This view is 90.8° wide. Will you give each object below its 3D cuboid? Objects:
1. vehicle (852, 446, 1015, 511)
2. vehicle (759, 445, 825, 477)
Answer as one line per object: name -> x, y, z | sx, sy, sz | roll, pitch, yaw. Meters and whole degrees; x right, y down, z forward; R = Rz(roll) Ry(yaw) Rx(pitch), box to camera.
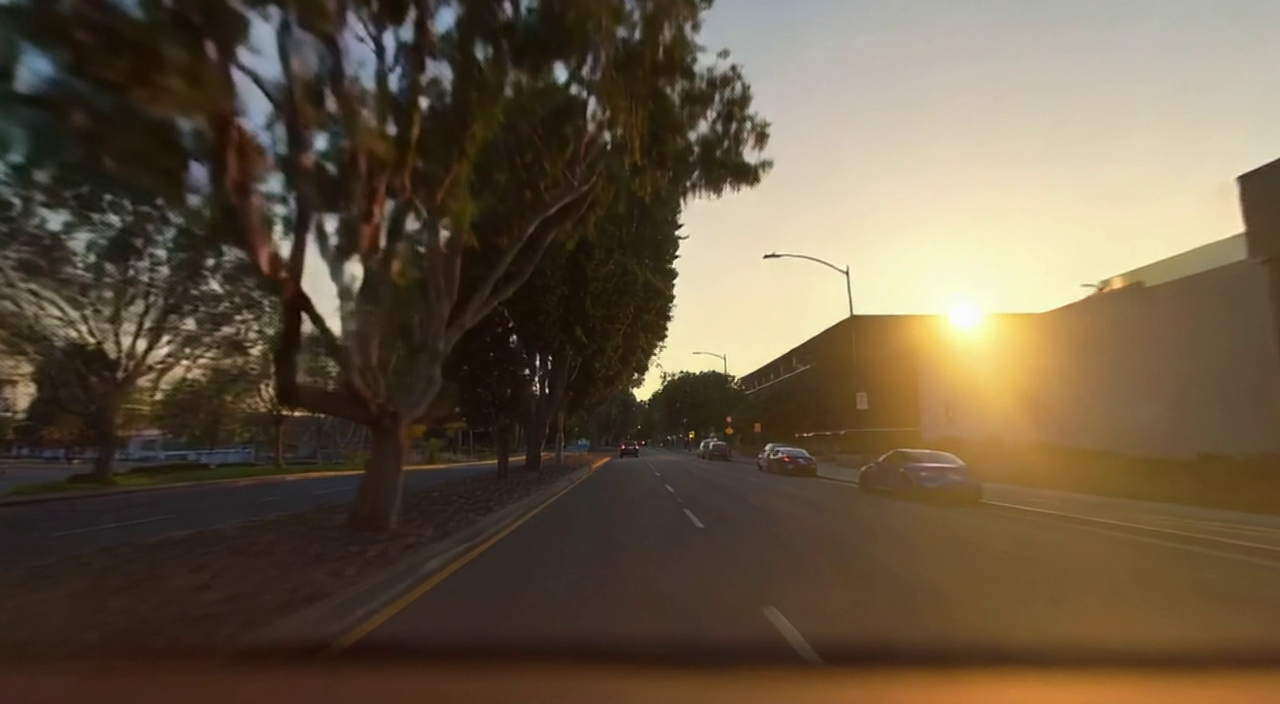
vehicle -> 7.424, 3.204, 16.639 | 1.991, 1.446, 4.685 | 0, -8, -1
vehicle -> 7.390, 5.331, 31.163 | 2.024, 1.447, 4.665 | 0, -9, -1
